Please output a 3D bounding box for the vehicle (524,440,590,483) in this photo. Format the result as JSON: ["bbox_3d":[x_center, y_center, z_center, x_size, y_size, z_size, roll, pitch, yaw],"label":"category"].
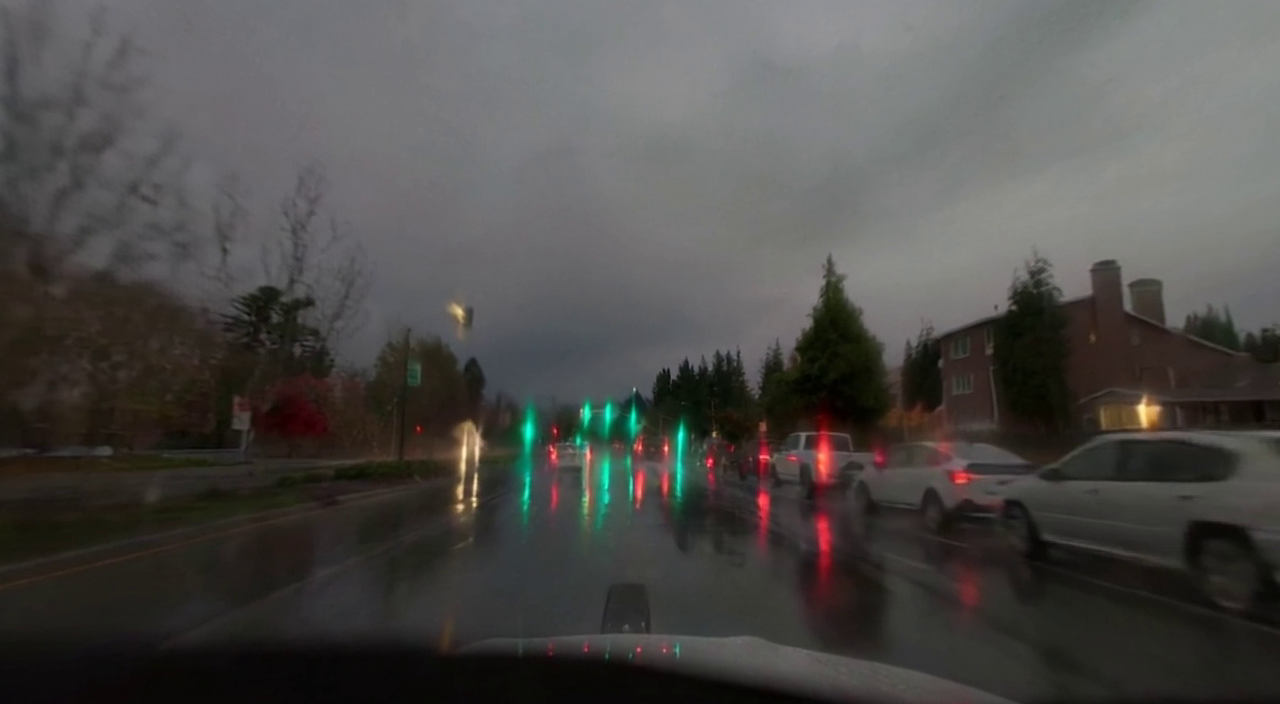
[{"bbox_3d":[-3.023,4.056,23.685,2.140,1.474,4.026,0,-8,-3],"label":"vehicle"}]

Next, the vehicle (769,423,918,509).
[{"bbox_3d":[5.163,2.961,16.884,2.177,1.966,4.707,0,-8,-3],"label":"vehicle"}]

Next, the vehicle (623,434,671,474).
[{"bbox_3d":[0.257,4.949,30.817,2.073,1.822,4.276,0,-8,-3],"label":"vehicle"}]

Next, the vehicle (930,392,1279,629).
[{"bbox_3d":[5.814,1.598,7.046,2.184,1.786,5.497,2,-9,-4],"label":"vehicle"}]
